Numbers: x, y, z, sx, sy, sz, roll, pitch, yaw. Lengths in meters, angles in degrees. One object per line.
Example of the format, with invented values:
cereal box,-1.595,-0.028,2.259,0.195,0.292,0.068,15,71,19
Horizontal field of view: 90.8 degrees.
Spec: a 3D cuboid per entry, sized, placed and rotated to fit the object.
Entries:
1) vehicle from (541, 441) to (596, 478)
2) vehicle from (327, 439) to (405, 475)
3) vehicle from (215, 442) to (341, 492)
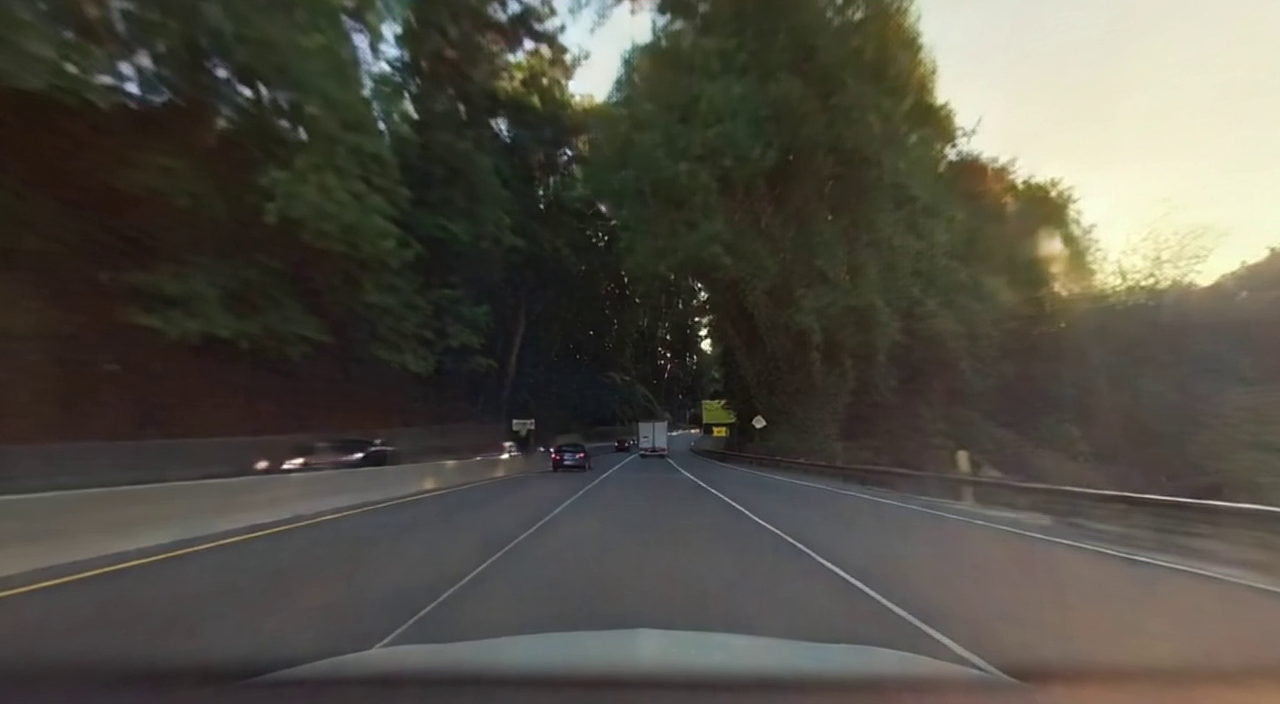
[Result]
vehicle,-3.329,5.118,30.200,2.057,1.618,4.212,0,-9,1
vehicle,-16.120,6.208,37.497,2.092,1.982,5.339,0,-9,1
vehicle,-12.609,4.021,22.345,1.926,1.566,4.142,0,-9,1
